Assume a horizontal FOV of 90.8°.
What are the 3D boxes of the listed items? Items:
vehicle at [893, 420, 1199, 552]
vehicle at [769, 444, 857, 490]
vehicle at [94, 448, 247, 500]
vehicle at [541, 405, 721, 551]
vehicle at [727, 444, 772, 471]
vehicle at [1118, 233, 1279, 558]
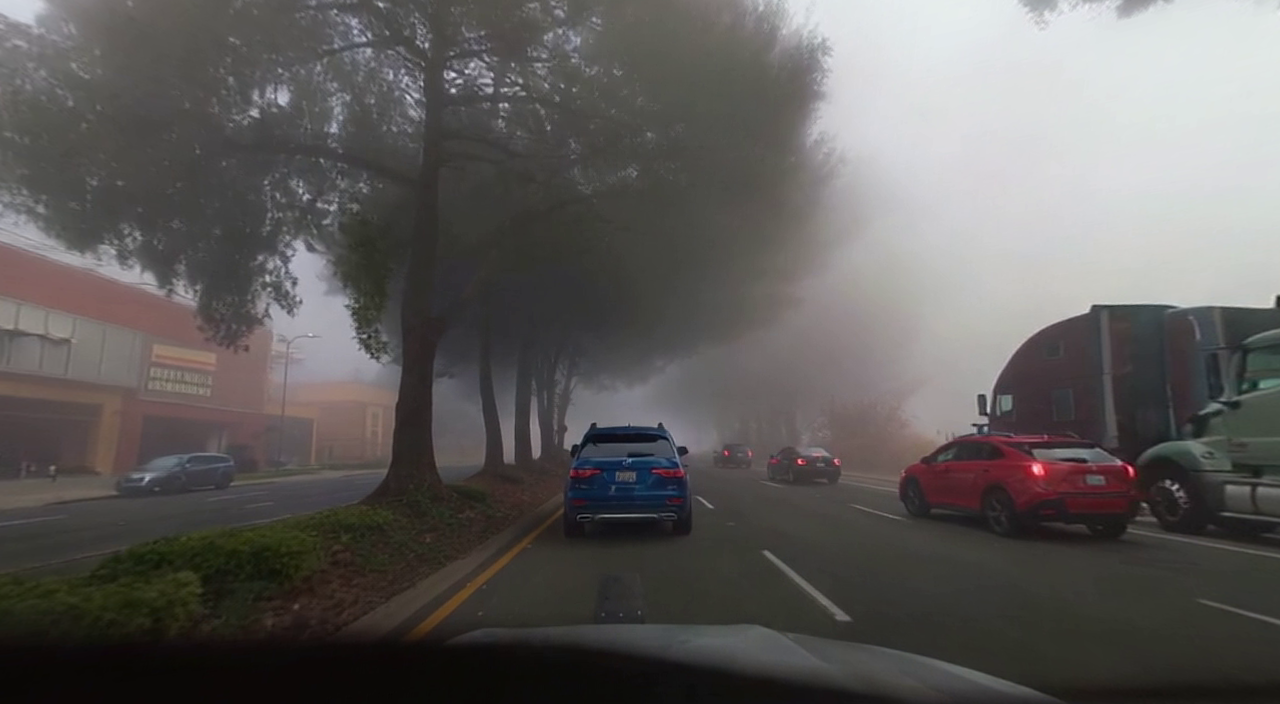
[{"bbox_3d":[6.188,2.073,10.492,2.056,1.703,4.428,0,-9,-1],"label":"vehicle"},{"bbox_3d":[6.401,4.270,23.922,2.035,1.553,4.465,0,-9,0],"label":"vehicle"},{"bbox_3d":[-19.304,4.982,26.404,2.302,1.939,5.221,0,-9,1],"label":"vehicle"},{"bbox_3d":[-0.140,1.943,10.352,2.320,1.880,4.192,0,-9,-1],"label":"vehicle"},{"bbox_3d":[6.552,6.336,38.170,1.914,1.523,4.287,0,-9,-1],"label":"vehicle"},{"bbox_3d":[9.959,-0.327,2.383,2.879,4.284,17.334,0,-9,0],"label":"vehicle"}]
